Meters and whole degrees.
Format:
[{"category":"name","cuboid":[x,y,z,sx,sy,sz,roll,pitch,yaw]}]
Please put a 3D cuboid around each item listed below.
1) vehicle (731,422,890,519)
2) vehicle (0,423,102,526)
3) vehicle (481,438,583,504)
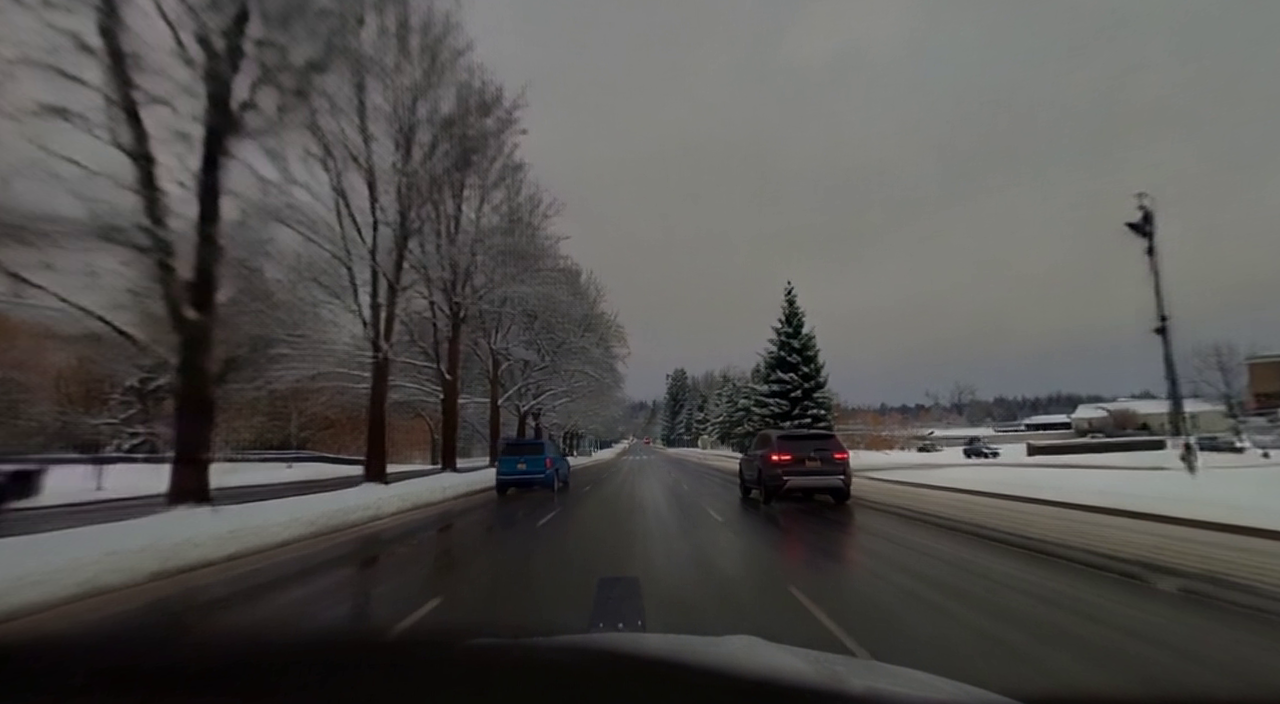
[{"category":"vehicle","cuboid":[3.519,2.561,14.141,2.087,1.759,5.040,0,-8,-1]},{"category":"vehicle","cuboid":[-19.828,3.289,16.496,2.891,2.907,9.406,0,-9,1]},{"category":"vehicle","cuboid":[-2.904,3.304,17.920,2.025,1.635,4.293,0,-8,1]}]
